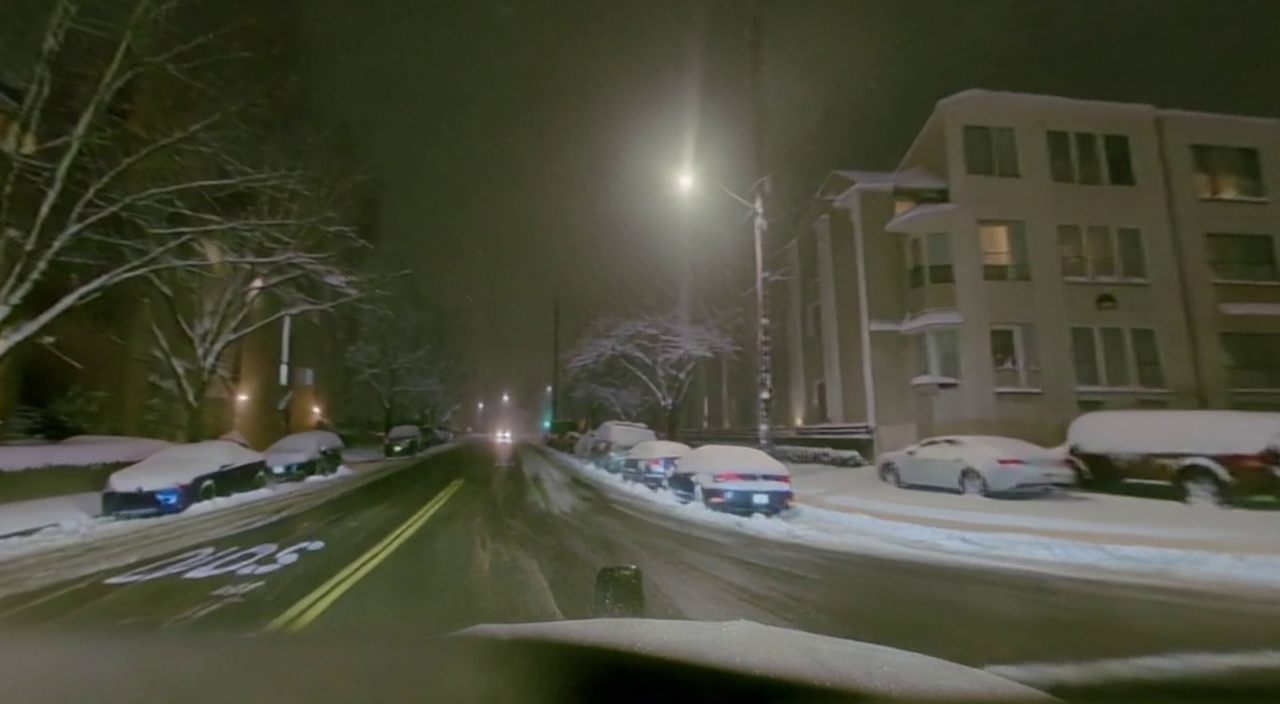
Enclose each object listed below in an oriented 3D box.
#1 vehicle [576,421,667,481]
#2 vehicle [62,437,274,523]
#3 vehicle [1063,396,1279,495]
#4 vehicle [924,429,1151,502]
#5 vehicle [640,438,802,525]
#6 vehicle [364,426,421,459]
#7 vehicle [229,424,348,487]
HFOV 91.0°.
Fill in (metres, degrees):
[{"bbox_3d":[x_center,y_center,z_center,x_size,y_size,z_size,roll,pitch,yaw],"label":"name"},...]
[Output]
[{"bbox_3d":[-0.893,3.730,23.894,2.365,1.970,6.011,1,-9,-12],"label":"vehicle"},{"bbox_3d":[-10.245,2.776,14.218,2.067,1.510,4.501,-1,-9,-12],"label":"vehicle"},{"bbox_3d":[10.916,1.676,11.513,5.312,1.533,2.104,1,-9,-14],"label":"vehicle"},{"bbox_3d":[8.664,2.445,13.904,3.821,1.417,2.061,1,-9,-14],"label":"vehicle"},{"bbox_3d":[1.382,2.538,13.037,1.977,1.410,4.744,1,-9,-10],"label":"vehicle"},{"bbox_3d":[-15.635,5.818,40.085,2.384,1.781,5.492,-2,-9,-11],"label":"vehicle"},{"bbox_3d":[-12.088,3.638,22.112,2.235,1.802,5.138,-1,-9,-12],"label":"vehicle"}]
